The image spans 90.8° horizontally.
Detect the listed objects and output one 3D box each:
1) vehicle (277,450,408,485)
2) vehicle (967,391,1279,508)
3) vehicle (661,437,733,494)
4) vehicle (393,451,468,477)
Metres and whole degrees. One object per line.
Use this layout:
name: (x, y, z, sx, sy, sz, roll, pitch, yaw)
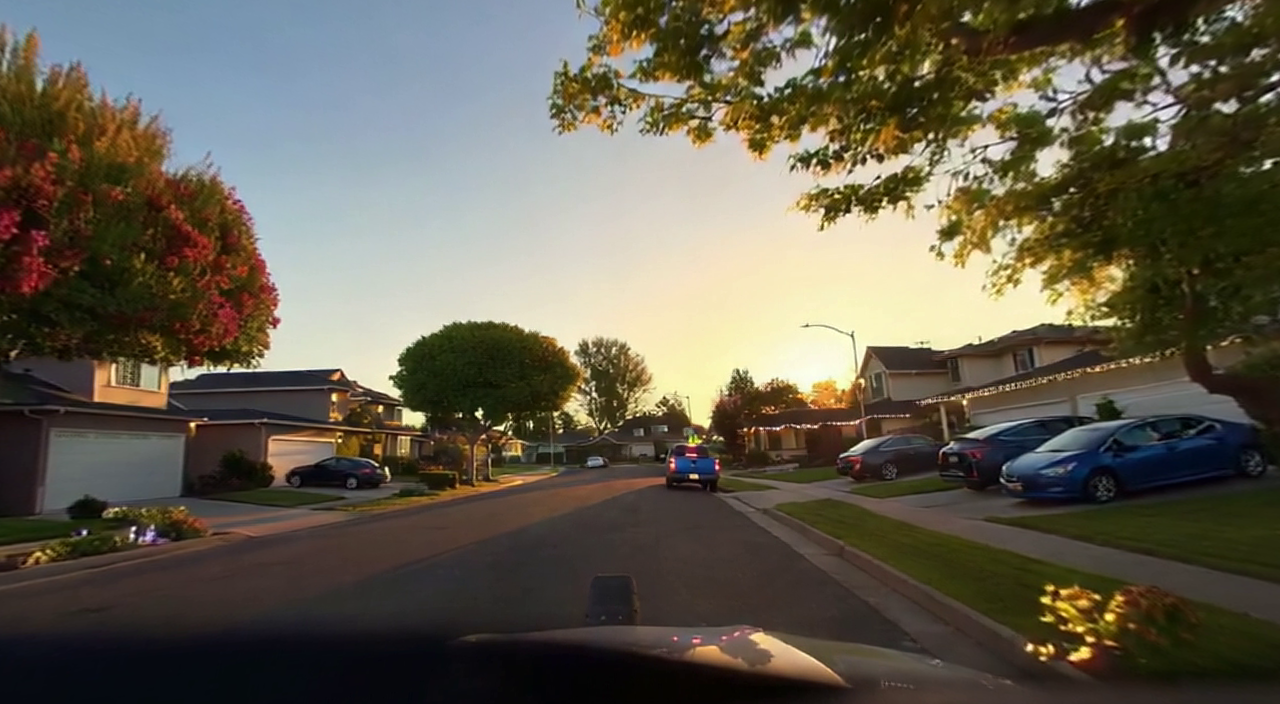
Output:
vehicle: (-13.212, 5.134, 28.248, 4.916, 1.485, 1.807, 0, -9, 0)
vehicle: (8.916, 1.797, 11.656, 4.554, 1.515, 1.858, -7, -9, 5)
vehicle: (2.289, 4.529, 25.630, 2.552, 2.024, 5.414, -1, -9, 5)
vehicle: (-13.772, 7.364, 41.777, 4.319, 1.605, 1.770, 0, -9, -2)
